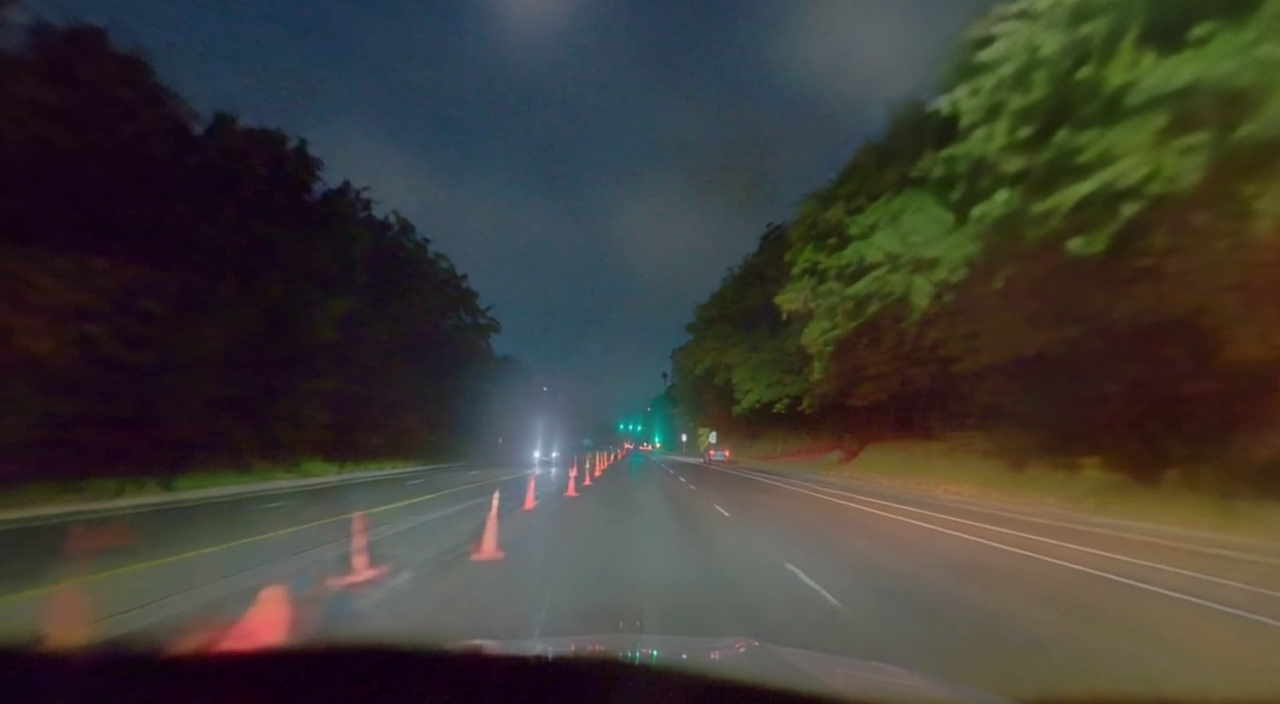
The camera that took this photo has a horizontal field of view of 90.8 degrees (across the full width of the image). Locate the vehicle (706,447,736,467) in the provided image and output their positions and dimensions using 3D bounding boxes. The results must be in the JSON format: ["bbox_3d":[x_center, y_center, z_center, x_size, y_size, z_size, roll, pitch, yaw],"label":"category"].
[{"bbox_3d":[6.272,8.189,49.331,1.904,1.470,4.583,0,-8,2],"label":"vehicle"}]
